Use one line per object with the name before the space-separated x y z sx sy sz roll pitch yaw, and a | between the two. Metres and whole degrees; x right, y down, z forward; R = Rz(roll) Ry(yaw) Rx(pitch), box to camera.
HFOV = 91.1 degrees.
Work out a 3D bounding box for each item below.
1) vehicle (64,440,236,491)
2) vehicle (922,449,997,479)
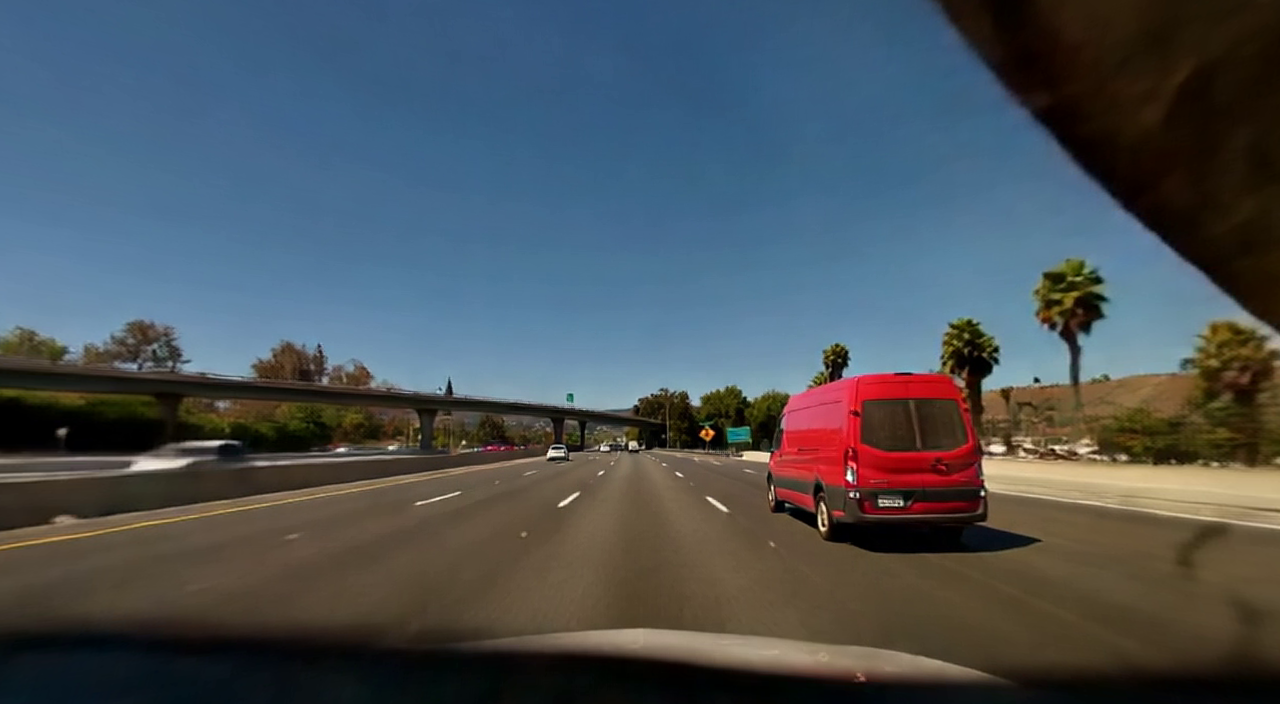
vehicle | -16.068 3.726 20.997 1.952 1.479 4.689 0 -9 0
vehicle | 19.486 6.827 38.549 2.294 1.737 4.708 -1 -9 3
